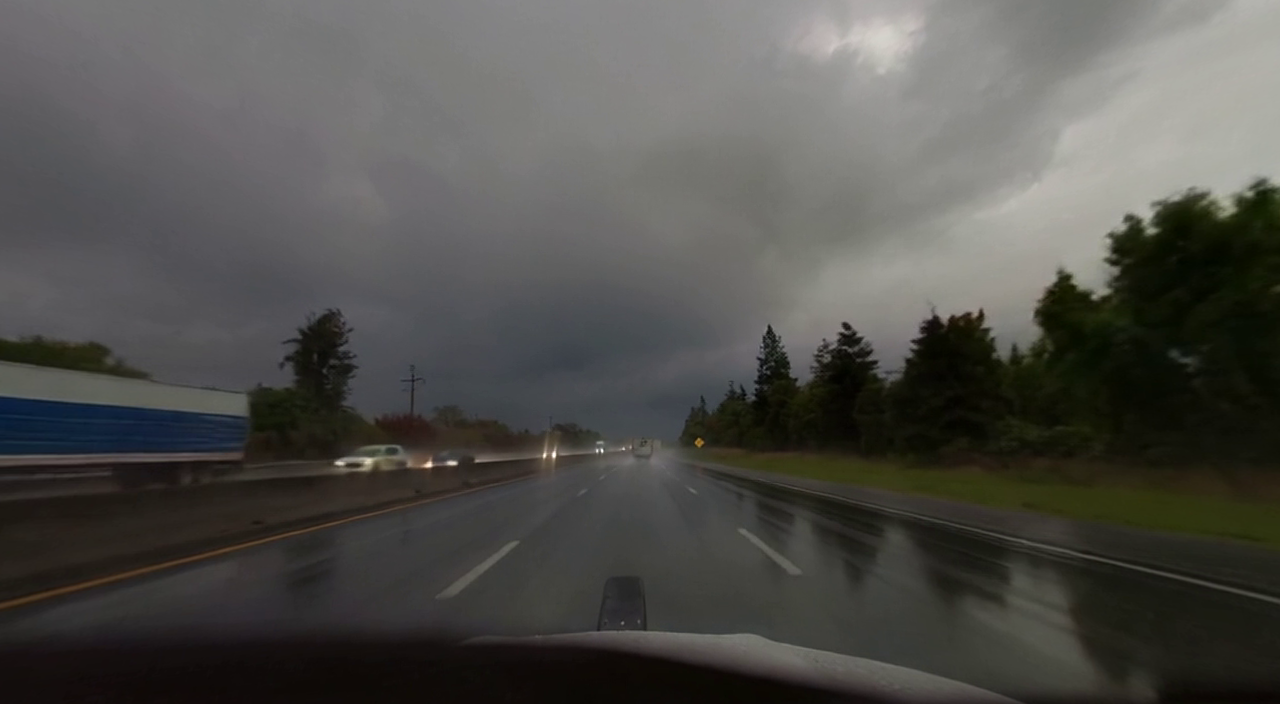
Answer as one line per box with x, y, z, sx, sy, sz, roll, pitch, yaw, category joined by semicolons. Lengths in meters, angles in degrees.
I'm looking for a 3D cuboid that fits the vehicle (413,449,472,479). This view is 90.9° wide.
-11.042;6.263;35.553;1.904;1.544;4.225;0;-9;0;vehicle

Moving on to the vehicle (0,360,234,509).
-19.157;2.662;19.867;2.992;4.077;14.417;0;-9;1;vehicle

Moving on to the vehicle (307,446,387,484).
-14.964;5.767;32.517;2.002;1.778;4.321;0;-9;0;vehicle
